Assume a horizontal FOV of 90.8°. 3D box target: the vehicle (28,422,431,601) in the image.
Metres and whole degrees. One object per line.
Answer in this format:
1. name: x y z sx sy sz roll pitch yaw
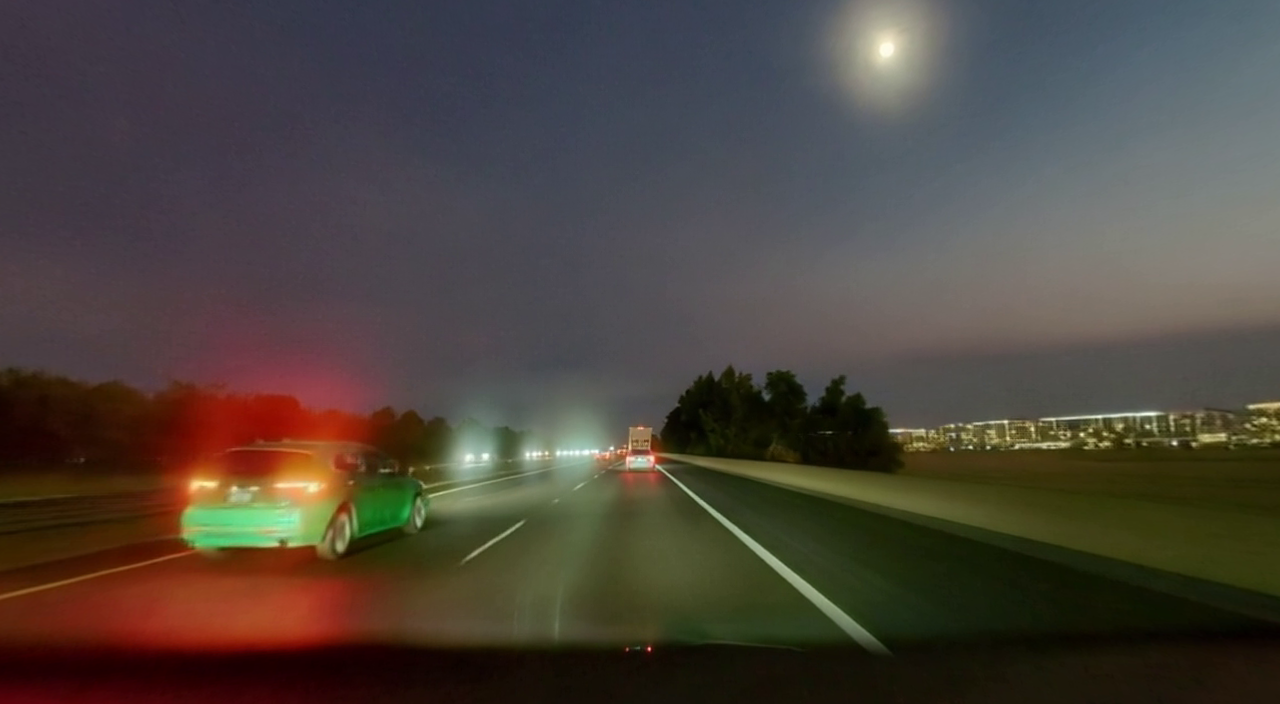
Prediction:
1. vehicle: -4.271 1.716 7.587 2.172 1.548 3.953 0 -9 0

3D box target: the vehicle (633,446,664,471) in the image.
1. vehicle: 0.517 7.179 42.641 1.992 1.593 3.937 0 -9 -1
